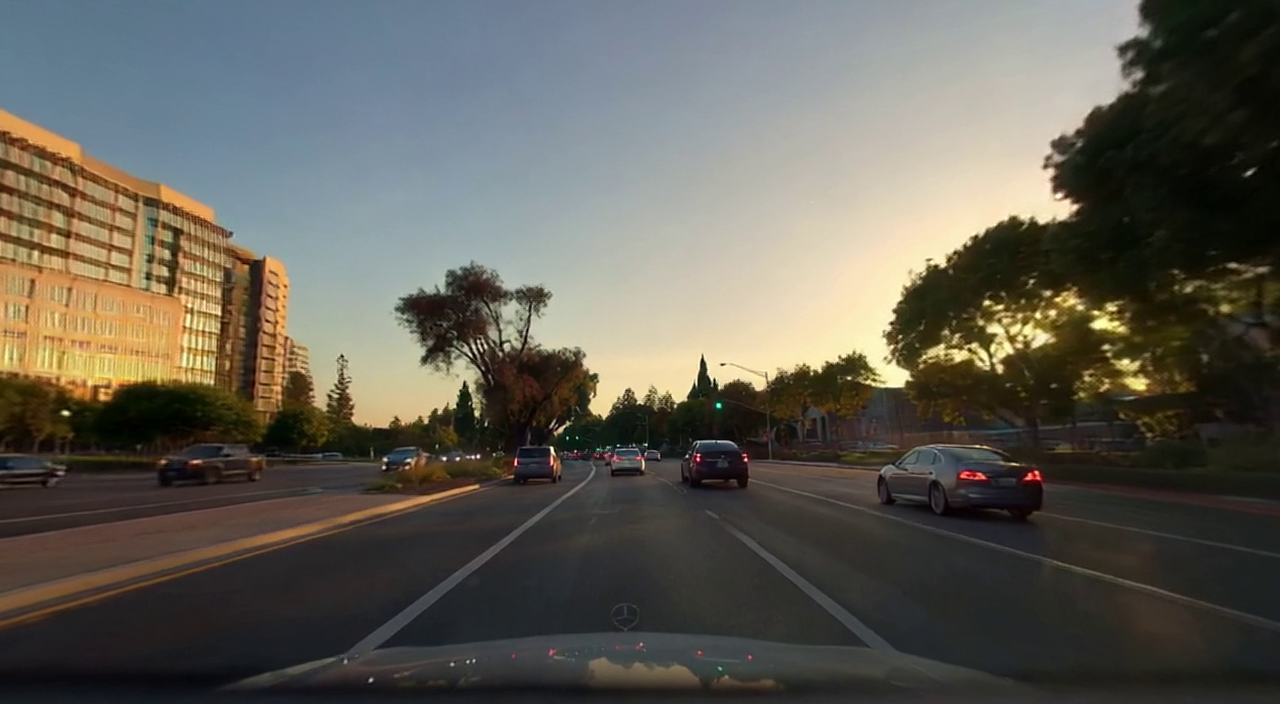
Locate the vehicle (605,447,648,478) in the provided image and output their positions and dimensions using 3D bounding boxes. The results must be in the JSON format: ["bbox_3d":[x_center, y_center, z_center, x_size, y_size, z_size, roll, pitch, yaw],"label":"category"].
[{"bbox_3d":[-0.792,5.858,33.832,2.155,1.486,4.403,0,-9,-3],"label":"vehicle"}]

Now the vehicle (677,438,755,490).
[{"bbox_3d":[2.689,4.110,23.495,2.161,1.716,4.194,0,-9,-3],"label":"vehicle"}]

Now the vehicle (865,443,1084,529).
[{"bbox_3d":[6.404,2.577,12.820,1.945,1.408,4.288,0,-9,-3],"label":"vehicle"}]

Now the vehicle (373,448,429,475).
[{"bbox_3d":[-15.709,7.173,41.774,1.970,1.650,4.507,0,-9,-1],"label":"vehicle"}]

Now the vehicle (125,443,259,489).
[{"bbox_3d":[-18.874,4.797,26.961,2.241,1.732,4.747,0,-9,0],"label":"vehicle"}]

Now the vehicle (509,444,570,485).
[{"bbox_3d":[-4.401,4.984,28.335,2.172,1.671,4.175,0,-9,-1],"label":"vehicle"}]
